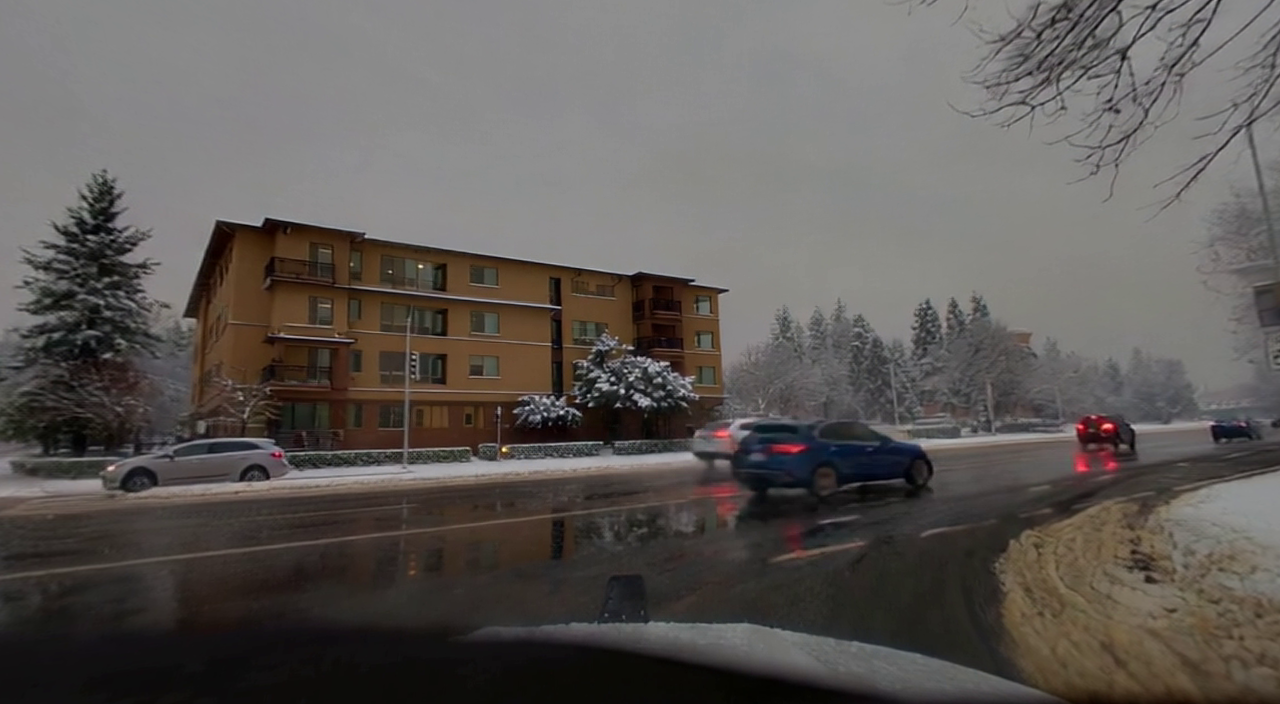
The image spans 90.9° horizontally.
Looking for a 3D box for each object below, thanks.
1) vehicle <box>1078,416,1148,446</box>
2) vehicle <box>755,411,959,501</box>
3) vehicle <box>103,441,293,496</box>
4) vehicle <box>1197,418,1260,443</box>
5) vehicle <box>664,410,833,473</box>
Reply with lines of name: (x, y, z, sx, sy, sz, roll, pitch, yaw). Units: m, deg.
vehicle: (28.163, 4.742, 37.466, 4.683, 1.678, 1.981, 6, -11, -37)
vehicle: (4.806, 2.223, 13.765, 4.438, 1.625, 2.033, 6, -11, -37)
vehicle: (-12.731, 3.314, 18.367, 4.289, 1.415, 1.774, 6, -11, -38)
vehicle: (36.305, 4.896, 38.845, 4.521, 1.433, 1.943, 6, -10, -37)
vehicle: (3.880, 3.113, 21.972, 5.994, 1.898, 2.264, 6, -11, -37)
